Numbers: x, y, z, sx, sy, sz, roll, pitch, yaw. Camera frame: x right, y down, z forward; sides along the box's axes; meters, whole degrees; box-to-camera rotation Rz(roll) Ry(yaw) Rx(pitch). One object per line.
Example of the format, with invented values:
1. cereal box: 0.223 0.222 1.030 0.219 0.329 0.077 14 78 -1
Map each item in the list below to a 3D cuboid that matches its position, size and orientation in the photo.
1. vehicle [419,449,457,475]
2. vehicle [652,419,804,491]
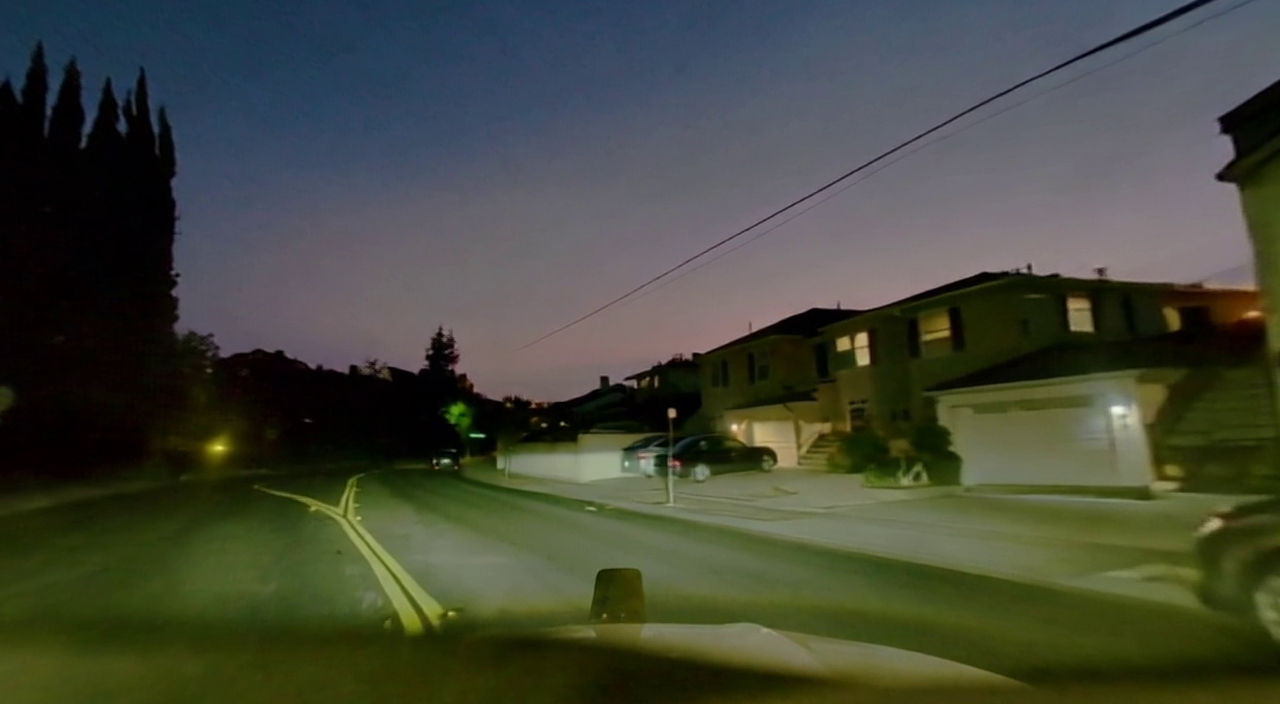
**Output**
1. vehicle: -13.163 7.111 41.027 1.984 1.601 3.994 3 -9 -21
2. vehicle: 2.842 3.258 20.419 4.431 1.873 1.920 0 -8 -27
